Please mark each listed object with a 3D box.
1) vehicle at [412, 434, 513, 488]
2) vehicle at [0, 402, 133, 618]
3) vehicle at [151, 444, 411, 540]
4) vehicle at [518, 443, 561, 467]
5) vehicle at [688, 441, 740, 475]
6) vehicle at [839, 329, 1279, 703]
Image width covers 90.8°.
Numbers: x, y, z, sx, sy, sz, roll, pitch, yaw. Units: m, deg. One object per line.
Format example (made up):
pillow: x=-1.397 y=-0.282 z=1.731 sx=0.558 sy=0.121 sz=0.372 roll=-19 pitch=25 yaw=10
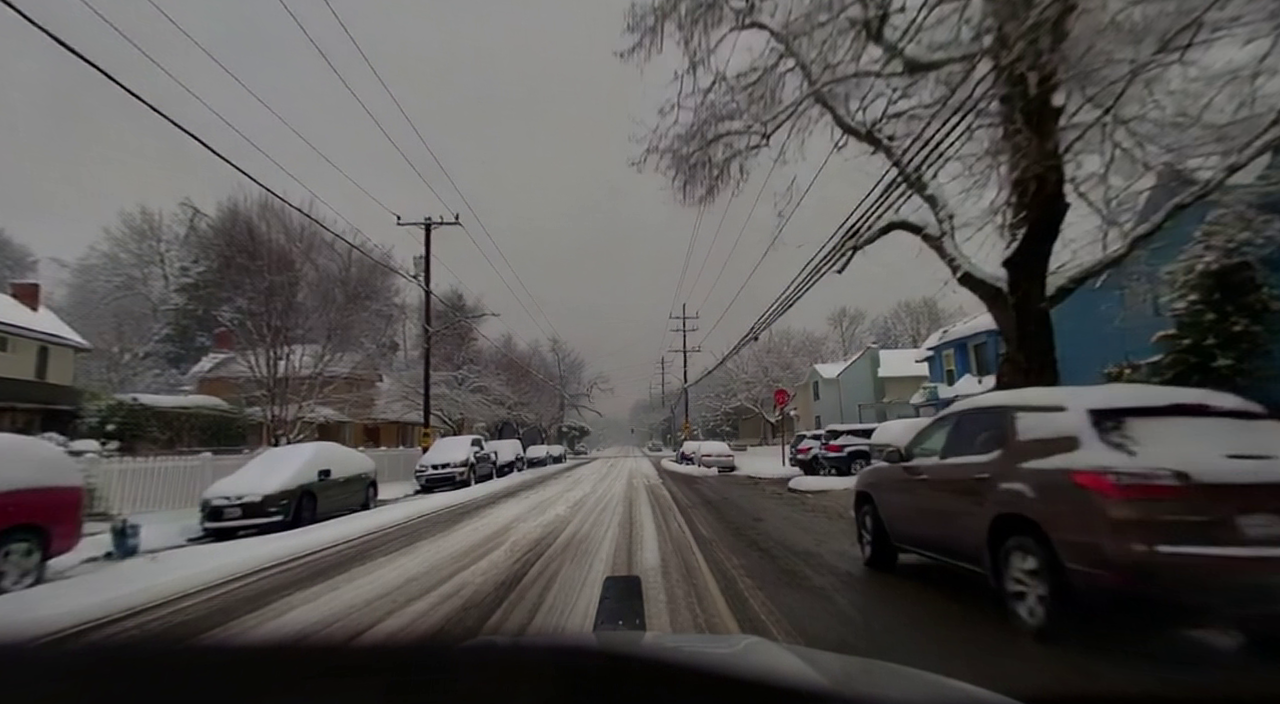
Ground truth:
vehicle: x=-6.452 y=4.027 z=23.738 sx=2.136 sy=1.757 sz=5.365 roll=0 pitch=-9 yaw=1
vehicle: x=-6.438 y=1.247 z=4.465 sx=2.194 sy=1.798 sz=4.402 roll=-2 pitch=-8 yaw=-3
vehicle: x=-6.457 y=2.530 z=12.148 sx=2.211 sy=1.469 sz=4.380 roll=-1 pitch=-9 yaw=4
vehicle: x=-6.551 y=6.803 z=41.756 sx=2.056 sy=1.481 sz=4.451 roll=0 pitch=-9 yaw=0
vehicle: x=3.515 y=5.162 z=31.031 sx=1.963 sy=1.536 sz=5.446 roll=0 pitch=-9 yaw=0
vehicle: x=3.516 y=1.145 z=5.366 sx=2.114 sy=1.909 sz=4.266 roll=0 pitch=-9 yaw=-2
